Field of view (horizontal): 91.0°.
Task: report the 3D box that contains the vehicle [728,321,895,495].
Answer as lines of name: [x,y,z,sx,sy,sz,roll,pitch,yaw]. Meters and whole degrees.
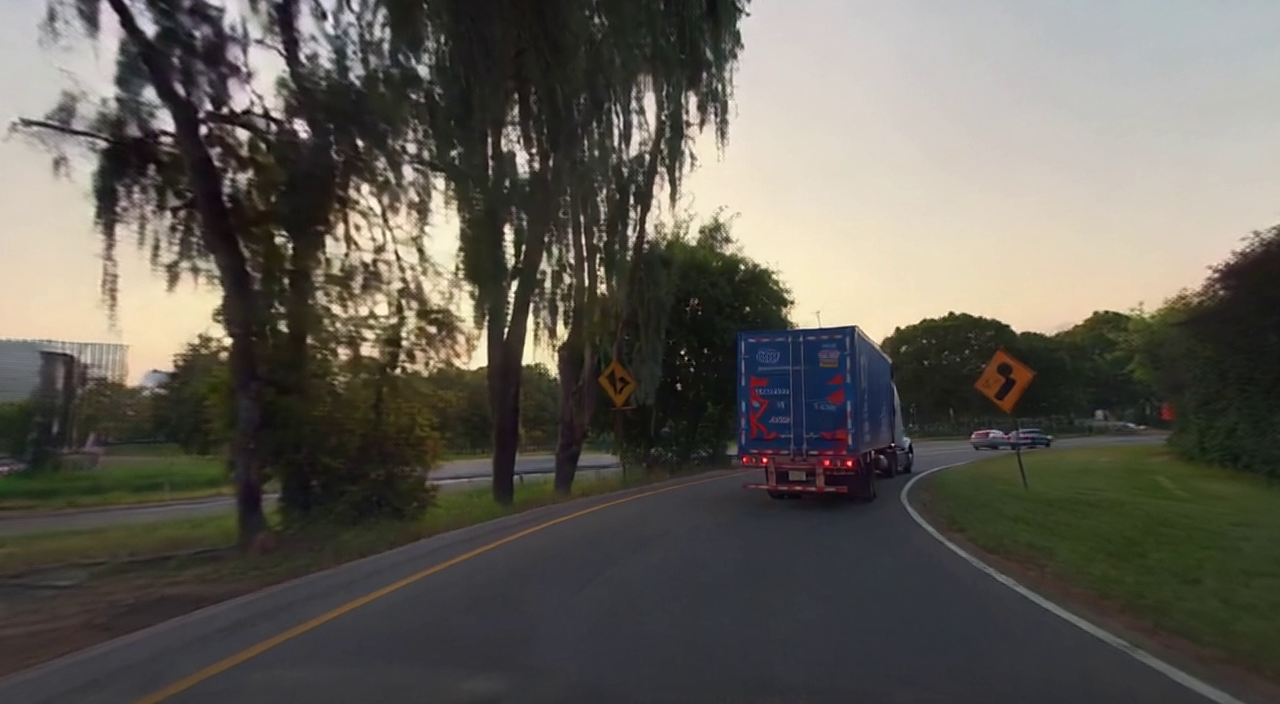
vehicle: [5.357,1.786,18.045,2.937,3.647,9.344,-4,-9,24]
